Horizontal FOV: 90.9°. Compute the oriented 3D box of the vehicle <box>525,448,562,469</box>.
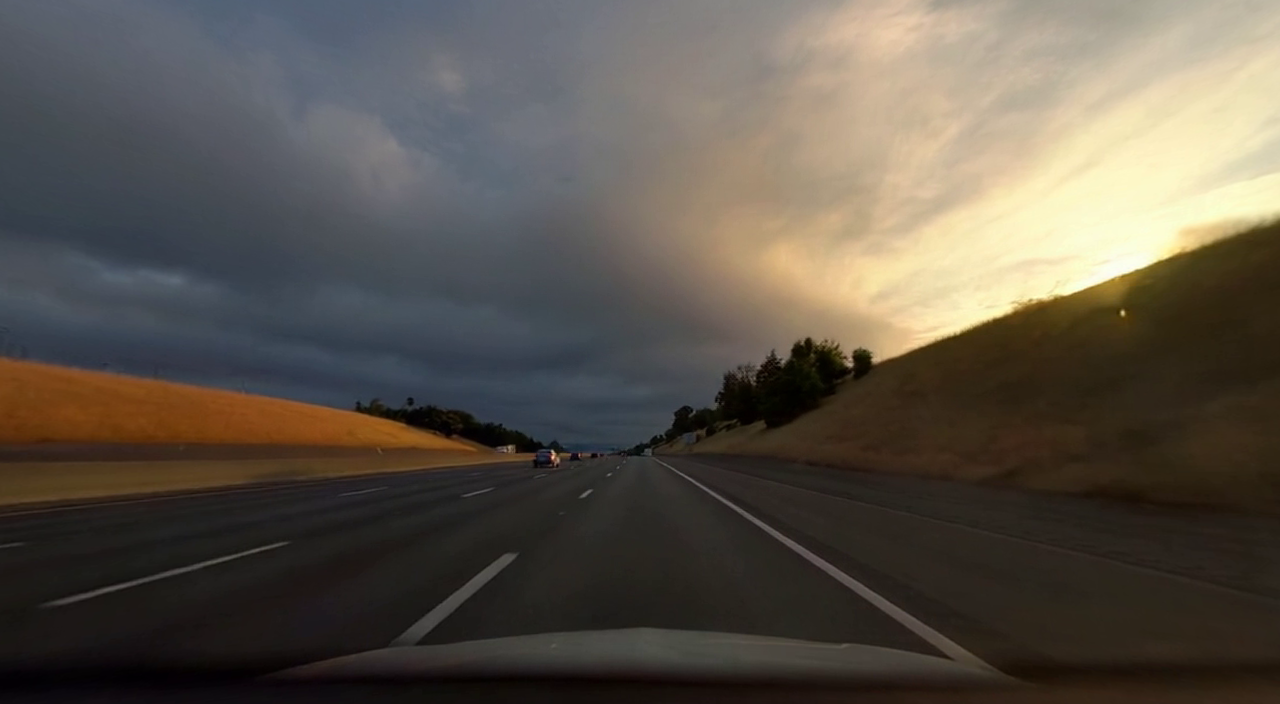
[{"bbox_3d":[-7.138,7.954,47.104,2.015,1.483,4.626,0,-9,0],"label":"vehicle"}]
